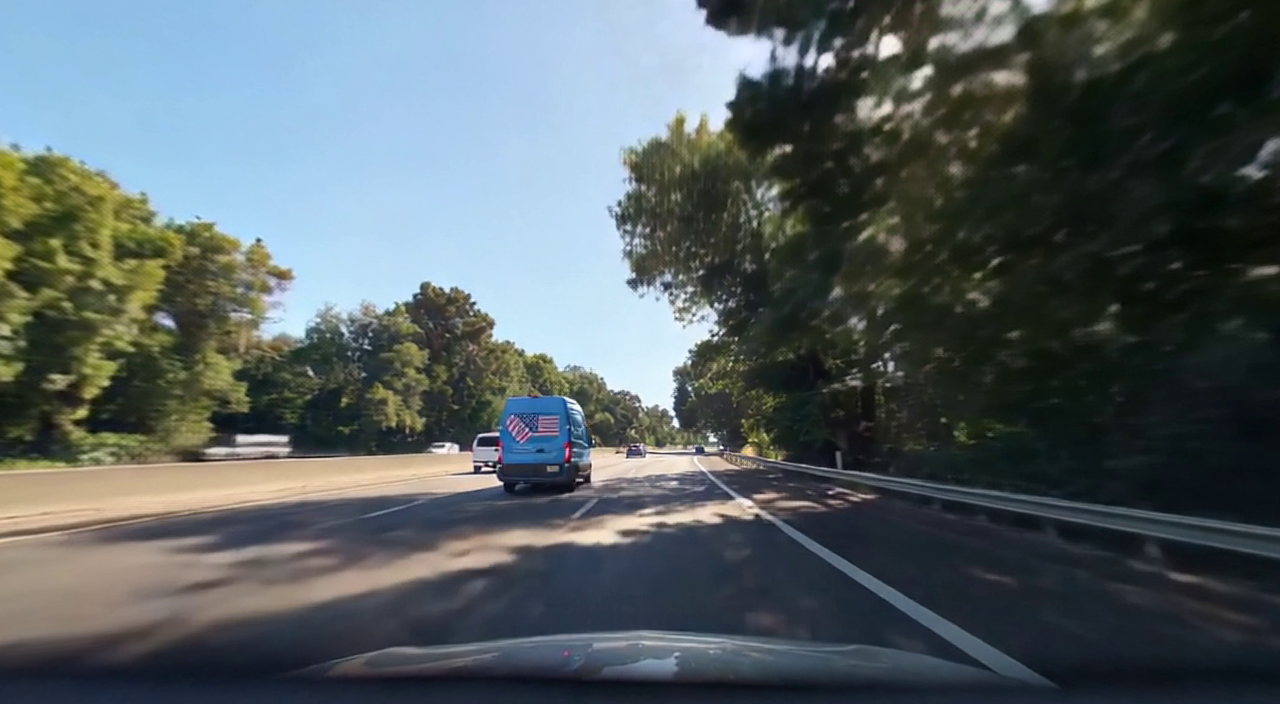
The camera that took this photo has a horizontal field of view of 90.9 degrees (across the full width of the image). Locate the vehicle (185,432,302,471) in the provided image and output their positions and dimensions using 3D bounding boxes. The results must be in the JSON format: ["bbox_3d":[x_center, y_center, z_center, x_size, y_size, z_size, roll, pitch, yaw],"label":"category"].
[{"bbox_3d":[-20.016,5.067,32.232,2.319,1.830,5.373,-1,-9,3],"label":"vehicle"}]

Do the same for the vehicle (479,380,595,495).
[{"bbox_3d":[-2.819,2.572,18.860,2.319,2.883,5.632,0,-8,2],"label":"vehicle"}]
